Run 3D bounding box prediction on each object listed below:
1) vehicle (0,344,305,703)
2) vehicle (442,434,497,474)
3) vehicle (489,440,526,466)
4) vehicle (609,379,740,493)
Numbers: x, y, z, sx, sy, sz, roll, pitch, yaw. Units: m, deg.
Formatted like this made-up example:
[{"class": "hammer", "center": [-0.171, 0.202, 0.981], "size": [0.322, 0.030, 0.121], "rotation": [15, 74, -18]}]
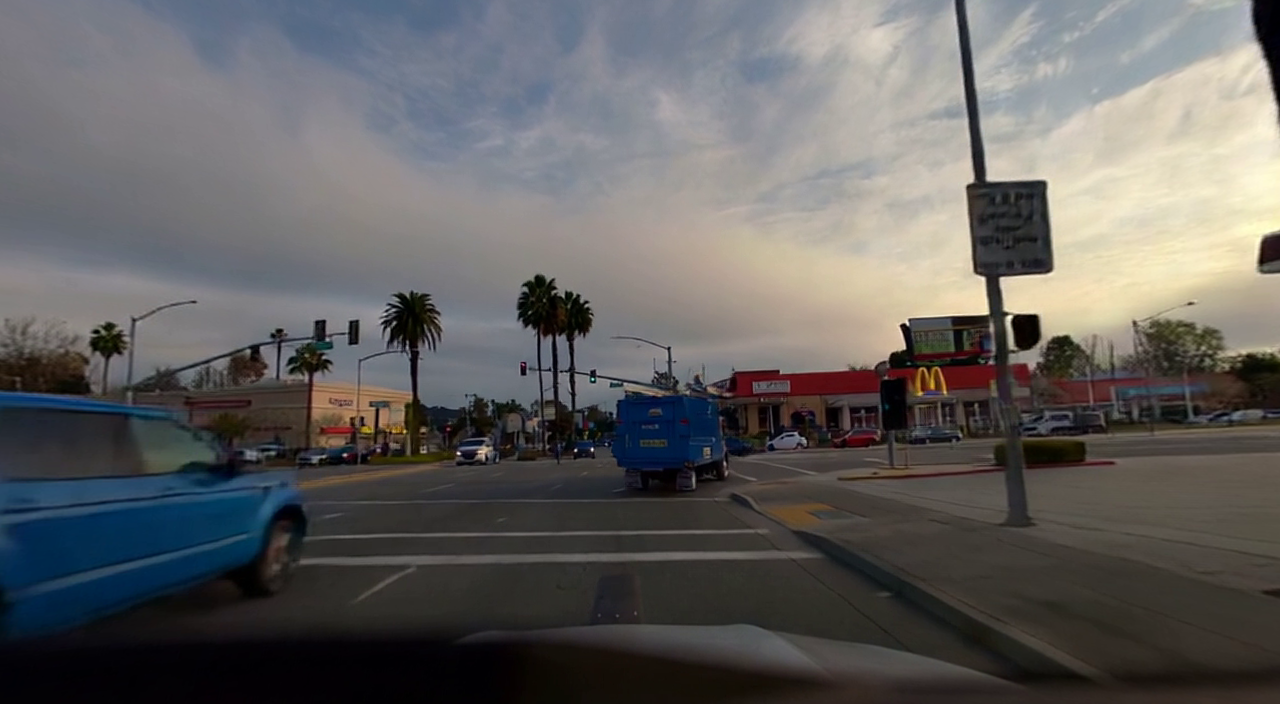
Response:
[{"class": "vehicle", "center": [-4.031, 0.895, 3.277], "size": [2.102, 1.744, 4.630], "rotation": [0, -8, -1]}, {"class": "vehicle", "center": [-7.791, 4.674, 29.285], "size": [1.997, 1.679, 4.263], "rotation": [1, -8, -9]}, {"class": "vehicle", "center": [-9.266, 7.076, 44.625], "size": [1.961, 1.709, 5.052], "rotation": [1, -8, -5]}, {"class": "vehicle", "center": [1.317, 2.641, 19.745], "size": [2.463, 2.954, 5.938], "rotation": [-3, -9, 19]}]
